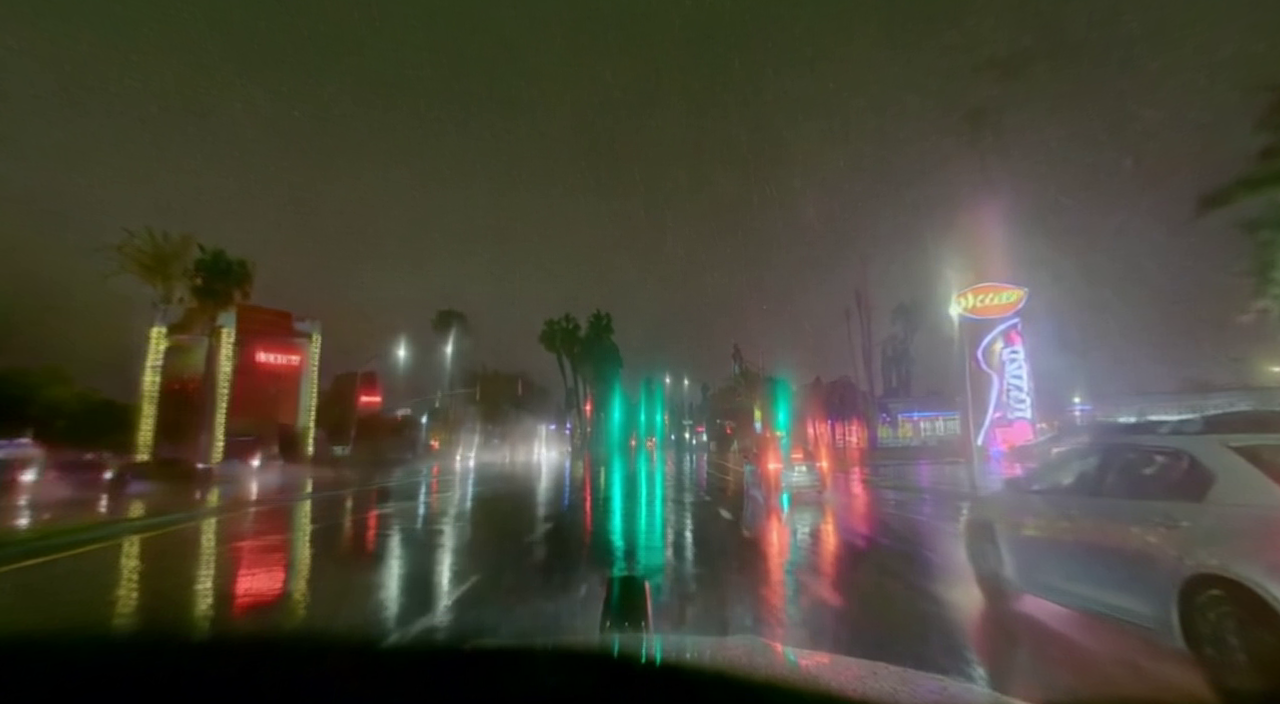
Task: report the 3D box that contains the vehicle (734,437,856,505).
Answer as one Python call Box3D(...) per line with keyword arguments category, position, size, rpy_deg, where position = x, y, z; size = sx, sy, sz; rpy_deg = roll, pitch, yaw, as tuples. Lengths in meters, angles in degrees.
Box3D(category="vehicle", position=(3.732, 2.947, 16.143), size=(1.870, 1.467, 4.800), rpy_deg=(0, -8, 0))

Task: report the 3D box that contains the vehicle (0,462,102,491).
Box3D(category="vehicle", position=(-31.413, 6.611, 33.645), size=(1.703, 1.328, 4.065), rpy_deg=(0, -8, 1))

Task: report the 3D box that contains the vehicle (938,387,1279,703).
Box3D(category="vehicle", position=(3.660, 1.055, 3.568), size=(1.931, 1.534, 4.126), rpy_deg=(0, -8, 0))

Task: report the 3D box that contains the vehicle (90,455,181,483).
Box3D(category="vehicle", position=(-29.486, 6.828, 37.035), size=(1.966, 1.430, 4.309), rpy_deg=(0, -9, -4))

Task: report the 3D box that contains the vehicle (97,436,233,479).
Box3D(category="vehicle", position=(-30.781, 6.839, 40.994), size=(7.019, 2.687, 2.419), rpy_deg=(-1, -8, 4))
